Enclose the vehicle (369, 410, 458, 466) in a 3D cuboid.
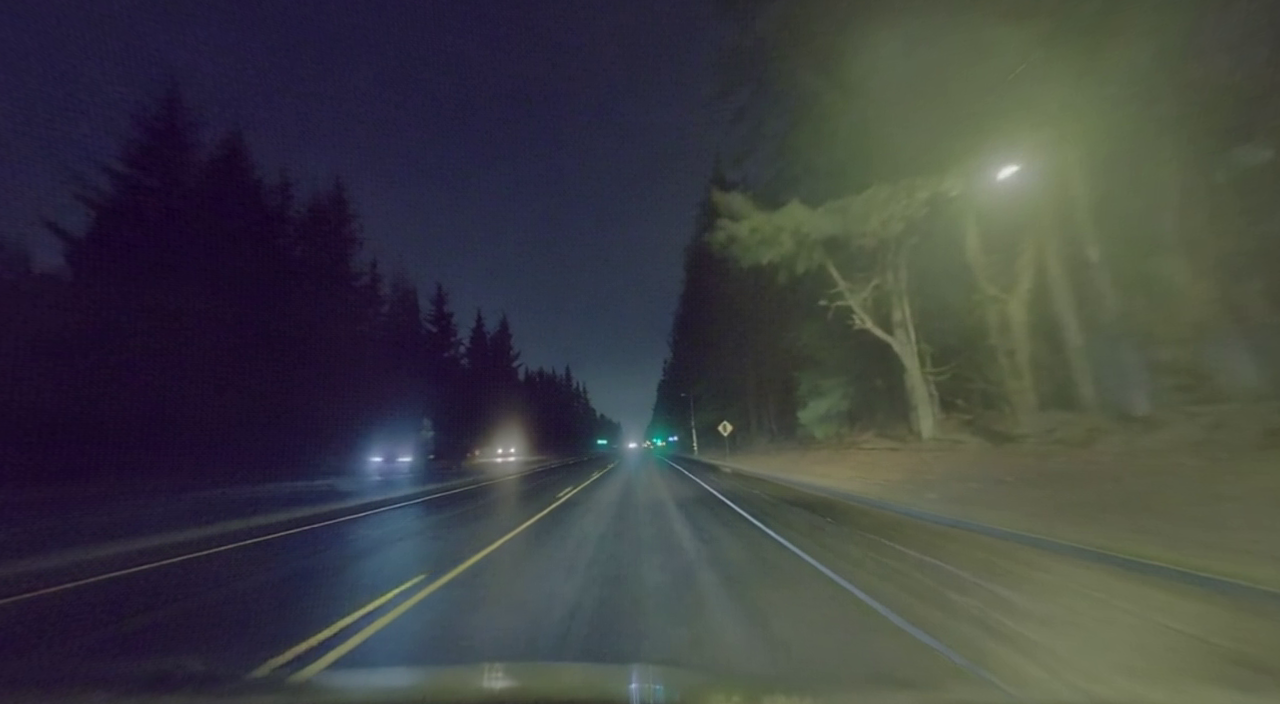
[{"bbox_3d":[-17.007,6.642,48.247,3.008,3.803,9.935,0,-8,0],"label":"vehicle"}]
